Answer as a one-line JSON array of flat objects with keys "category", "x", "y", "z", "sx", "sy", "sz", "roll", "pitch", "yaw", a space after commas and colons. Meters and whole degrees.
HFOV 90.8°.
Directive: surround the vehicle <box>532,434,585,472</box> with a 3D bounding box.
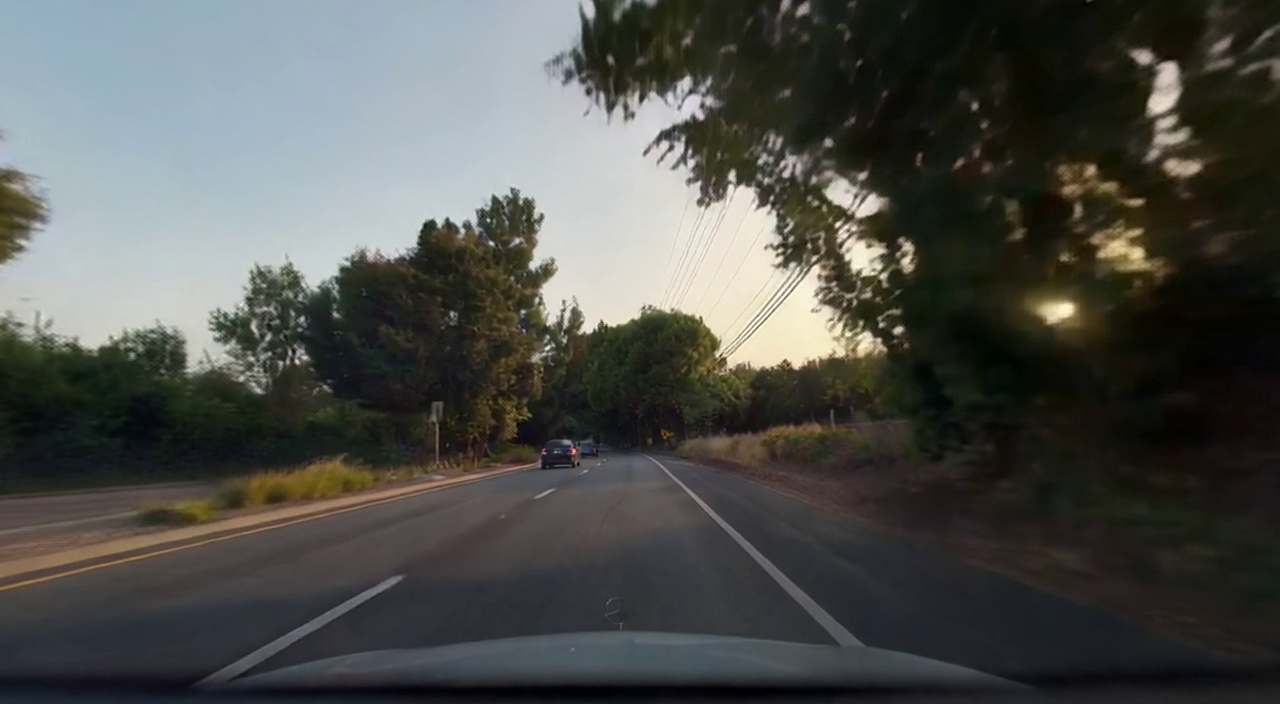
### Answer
[{"category": "vehicle", "x": -4.334, "y": 5.441, "z": 34.291, "sx": 2.246, "sy": 1.885, "sz": 5.275, "roll": 0, "pitch": -8, "yaw": -1}]
